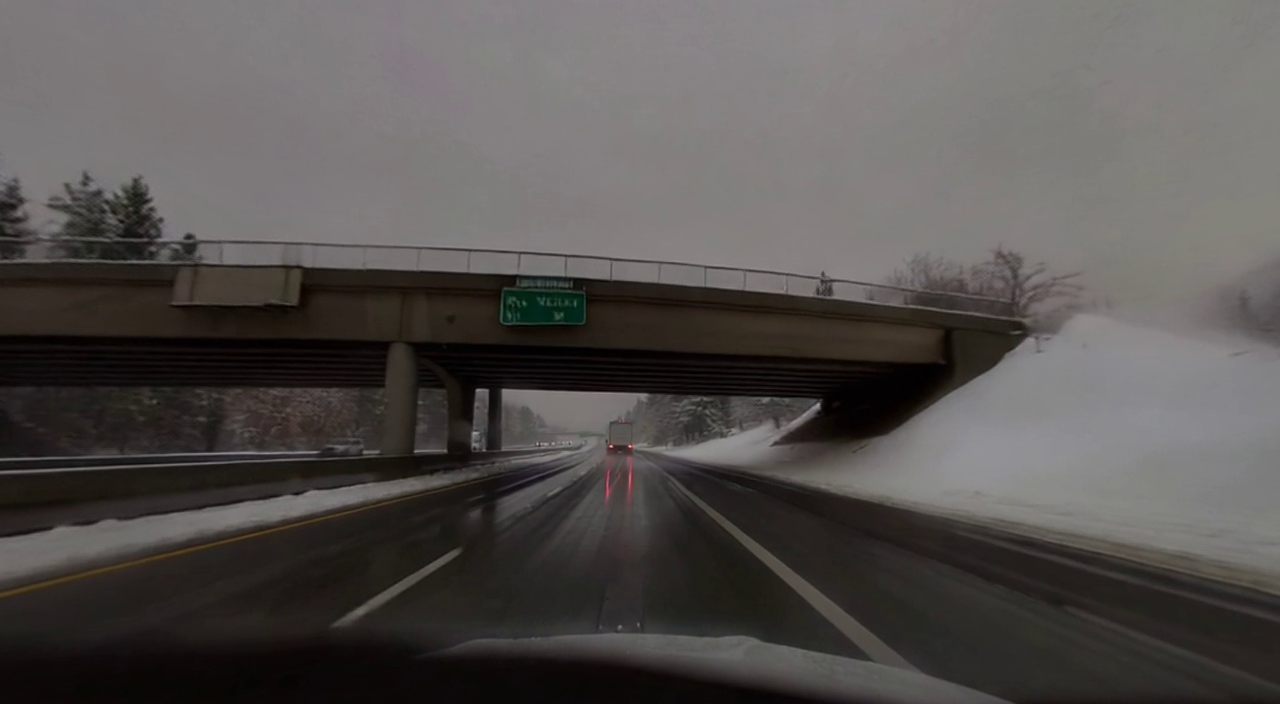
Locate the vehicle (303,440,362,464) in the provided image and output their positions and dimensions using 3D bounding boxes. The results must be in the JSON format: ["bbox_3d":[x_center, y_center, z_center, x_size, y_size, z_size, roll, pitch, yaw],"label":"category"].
[{"bbox_3d":[-20.100,6.559,41.371,1.769,1.475,4.161,0,-9,0],"label":"vehicle"}]
